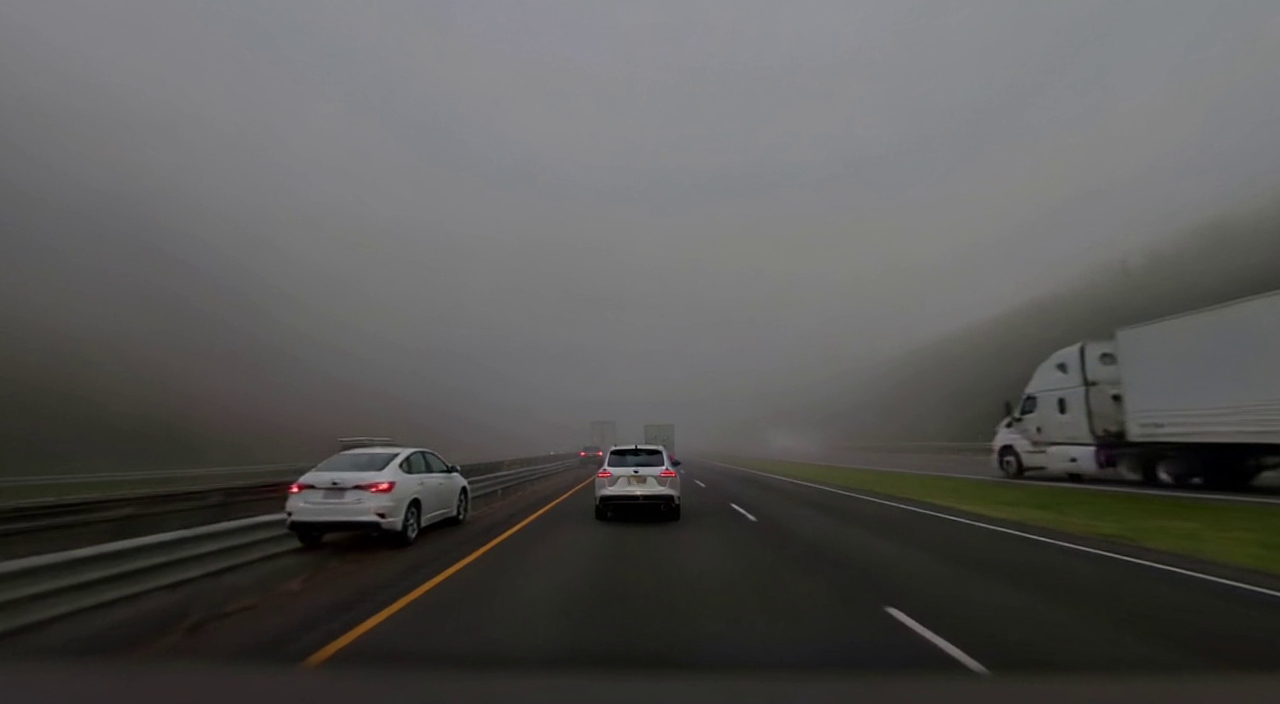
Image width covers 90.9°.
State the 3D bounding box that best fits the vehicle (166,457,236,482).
[{"bbox_3d":[-27.045,7.233,38.910,1.691,1.381,3.503,0,-9,2],"label":"vehicle"}]

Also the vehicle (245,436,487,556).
[{"bbox_3d":[-4.026,2.178,10.249,1.929,1.509,4.331,0,-9,1],"label":"vehicle"}]

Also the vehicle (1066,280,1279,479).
[{"bbox_3d":[14.734,0.581,13.157,2.825,4.085,12.815,0,-9,1],"label":"vehicle"}]

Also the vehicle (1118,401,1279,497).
[{"bbox_3d":[11.089,1.736,11.259,1.892,1.504,4.000,0,-9,0],"label":"vehicle"}]

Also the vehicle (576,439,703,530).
[{"bbox_3d":[-0.013,2.460,12.249,2.057,1.449,3.931,0,-9,0],"label":"vehicle"}]
